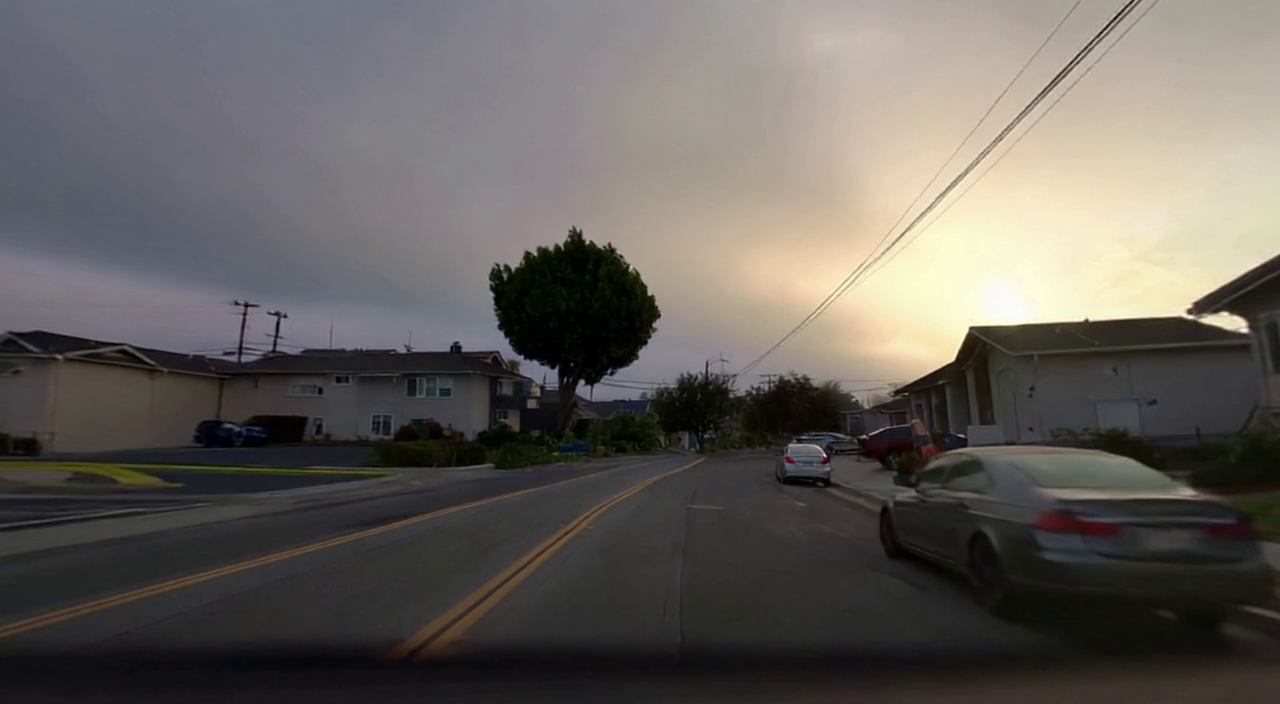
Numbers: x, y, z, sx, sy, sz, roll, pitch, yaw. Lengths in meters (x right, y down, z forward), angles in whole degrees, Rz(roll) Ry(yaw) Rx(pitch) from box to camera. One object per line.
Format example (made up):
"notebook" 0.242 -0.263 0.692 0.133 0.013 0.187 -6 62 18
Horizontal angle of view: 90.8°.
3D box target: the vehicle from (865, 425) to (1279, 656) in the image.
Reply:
"vehicle" 3.522 1.475 5.916 1.665 1.425 3.727 0 -9 4

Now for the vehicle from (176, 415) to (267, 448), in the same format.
"vehicle" -24.632 4.660 37.367 1.861 1.795 4.302 0 -6 12

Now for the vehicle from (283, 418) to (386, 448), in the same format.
"vehicle" -15.826 4.246 32.845 4.407 1.478 1.973 -1 -9 10

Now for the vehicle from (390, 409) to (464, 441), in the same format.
"vehicle" -13.638 4.655 40.451 4.054 1.565 1.719 -5 0 11

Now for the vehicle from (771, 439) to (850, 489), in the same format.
"vehicle" 5.549 3.695 21.037 1.947 1.479 3.743 -1 -9 6
